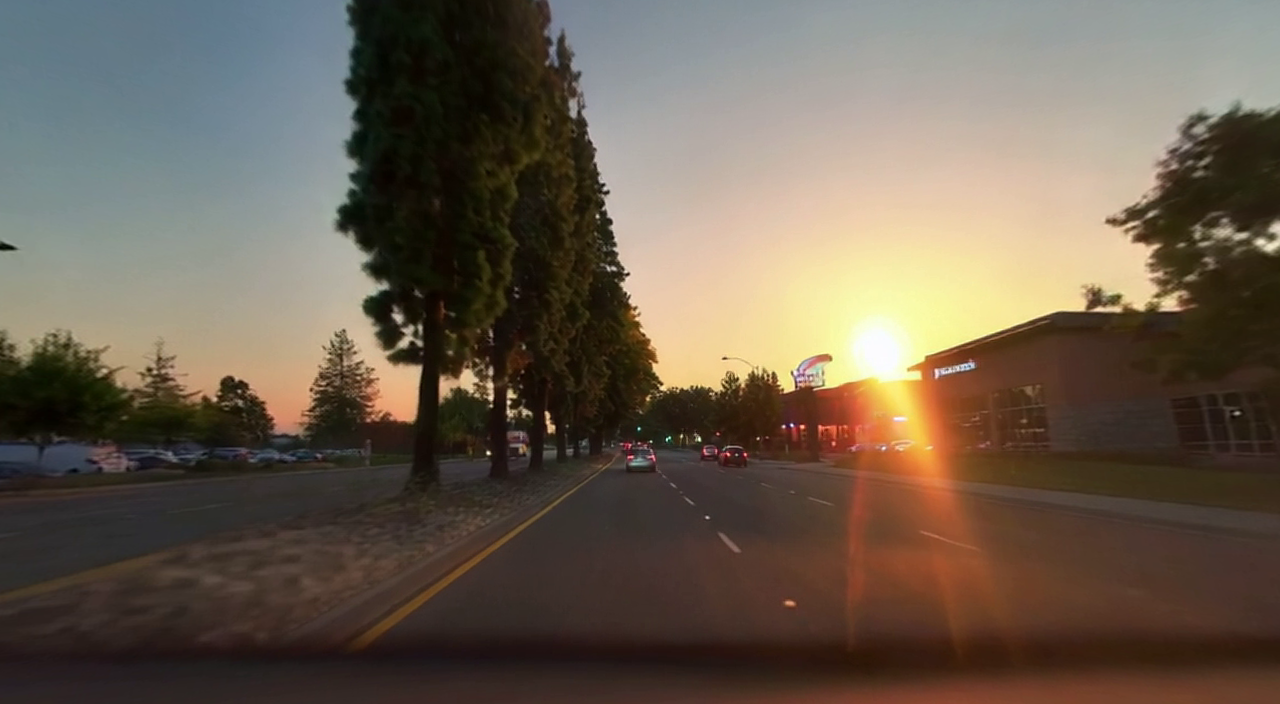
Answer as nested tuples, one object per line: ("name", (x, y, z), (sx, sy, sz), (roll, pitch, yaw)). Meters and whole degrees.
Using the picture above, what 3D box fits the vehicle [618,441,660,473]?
("vehicle", (-0.079, 5.536, 33.613), (2.072, 1.545, 4.578), (0, -8, 0))
